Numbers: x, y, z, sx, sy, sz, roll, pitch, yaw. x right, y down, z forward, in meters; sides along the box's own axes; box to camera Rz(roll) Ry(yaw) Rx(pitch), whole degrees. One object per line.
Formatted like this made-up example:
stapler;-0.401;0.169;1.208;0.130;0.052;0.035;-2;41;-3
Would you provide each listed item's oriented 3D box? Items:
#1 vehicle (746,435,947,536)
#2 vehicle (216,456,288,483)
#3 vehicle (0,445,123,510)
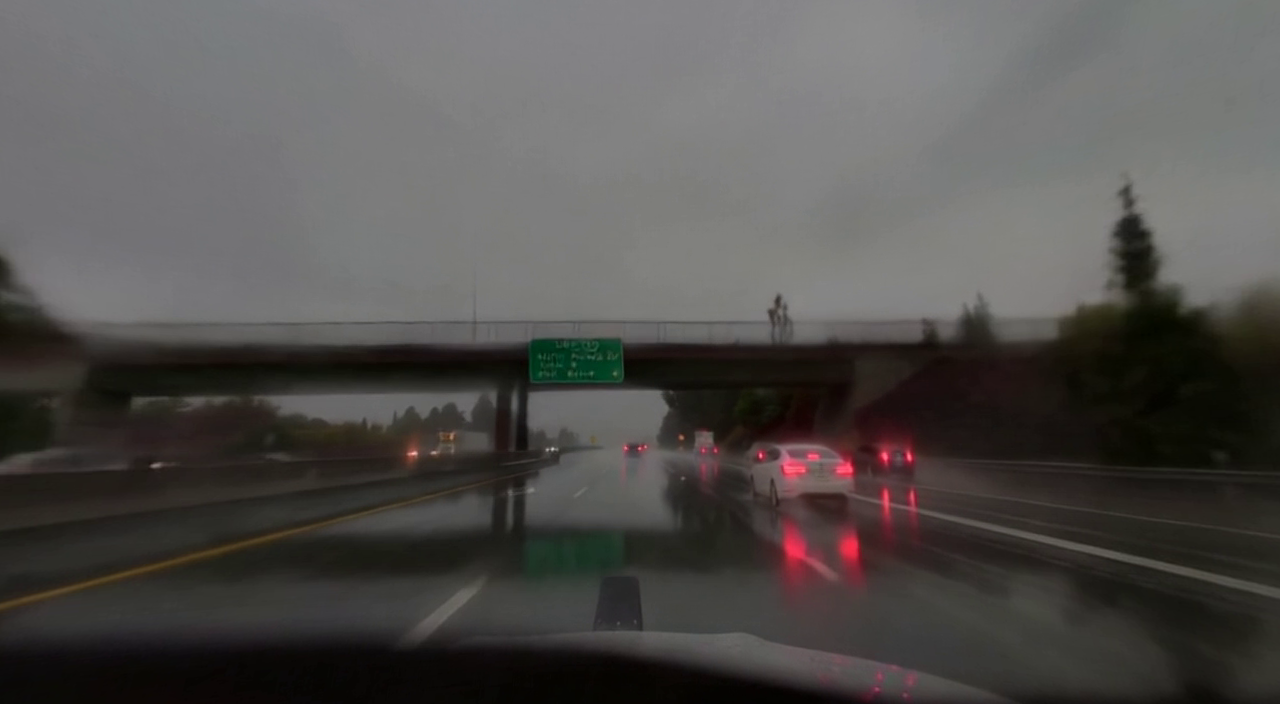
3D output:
vehicle;3.461;2.326;11.712;2.076;1.472;4.562;0;-9;-2
vehicle;-23.586;7.146;38.570;1.821;1.507;4.069;1;-9;0
vehicle;-19.872;3.986;20.462;2.043;1.830;4.879;0;-8;0
